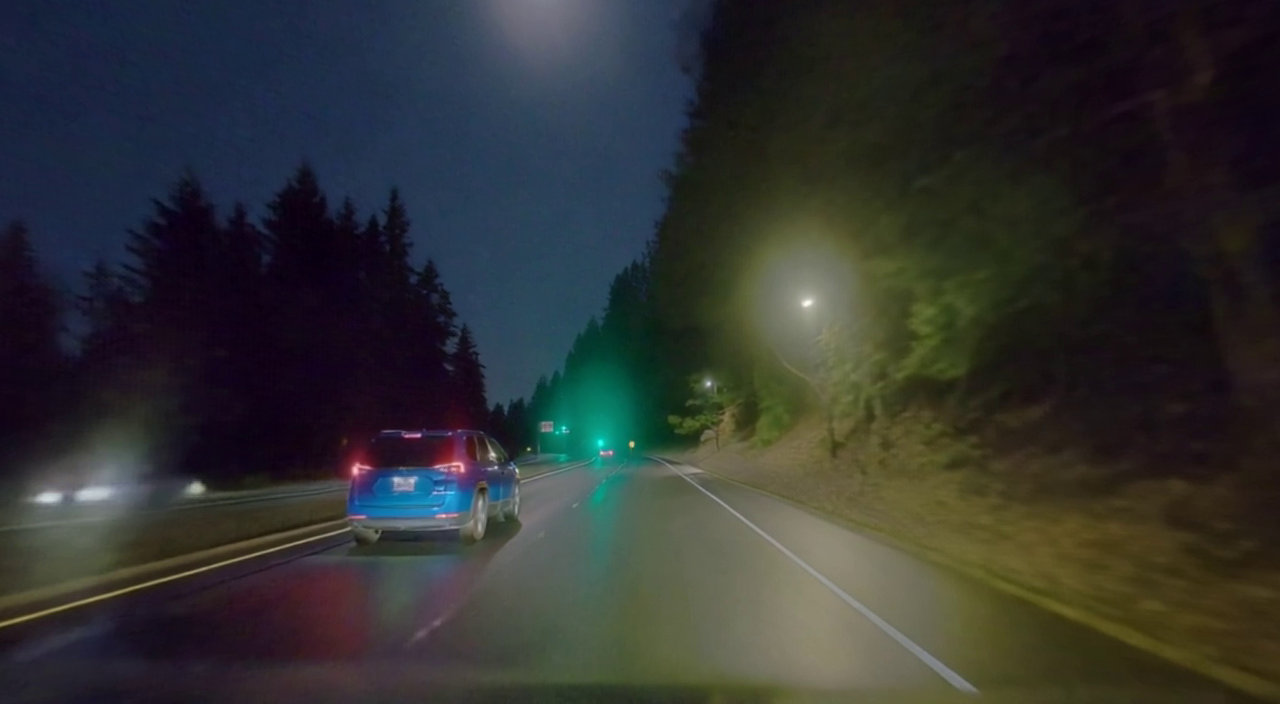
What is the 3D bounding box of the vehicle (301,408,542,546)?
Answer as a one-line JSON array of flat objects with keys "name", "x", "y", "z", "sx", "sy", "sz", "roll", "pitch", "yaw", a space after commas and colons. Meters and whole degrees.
[{"name": "vehicle", "x": -3.378, "y": 2.075, "z": 11.157, "sx": 2.336, "sy": 1.857, "sz": 4.986, "roll": 0, "pitch": -8, "yaw": 2}]
